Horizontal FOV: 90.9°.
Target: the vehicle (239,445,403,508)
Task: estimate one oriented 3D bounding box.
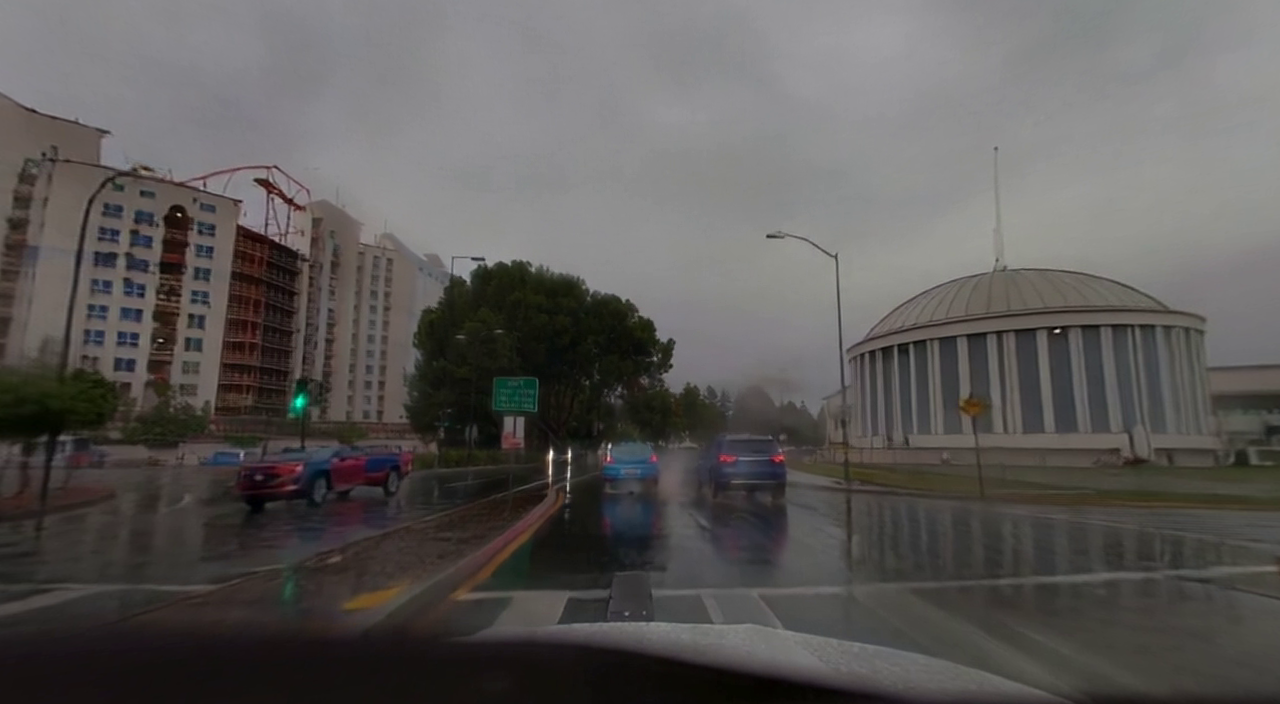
[{"bbox_3d":[-8.778,3.443,17.996,2.121,1.513,4.827,0,-9,1],"label":"vehicle"}]

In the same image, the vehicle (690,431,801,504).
[{"bbox_3d":[2.792,3.217,18.069,2.320,1.772,4.872,0,-9,0],"label":"vehicle"}]

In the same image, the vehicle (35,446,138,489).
[{"bbox_3d":[-22.123,4.520,25.136,4.653,1.459,2.228,-6,-10,39],"label":"vehicle"}]

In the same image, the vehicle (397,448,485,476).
[{"bbox_3d":[-11.366,6.270,36.146,2.012,1.490,4.351,-9,-12,44],"label":"vehicle"}]

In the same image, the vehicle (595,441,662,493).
[{"bbox_3d":[-0.378,3.982,22.205,2.132,1.632,3.889,0,-9,0],"label":"vehicle"}]

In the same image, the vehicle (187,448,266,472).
[{"bbox_3d":[-31.899,8.304,48.780,1.951,1.743,4.619,-5,-10,26],"label":"vehicle"}]
